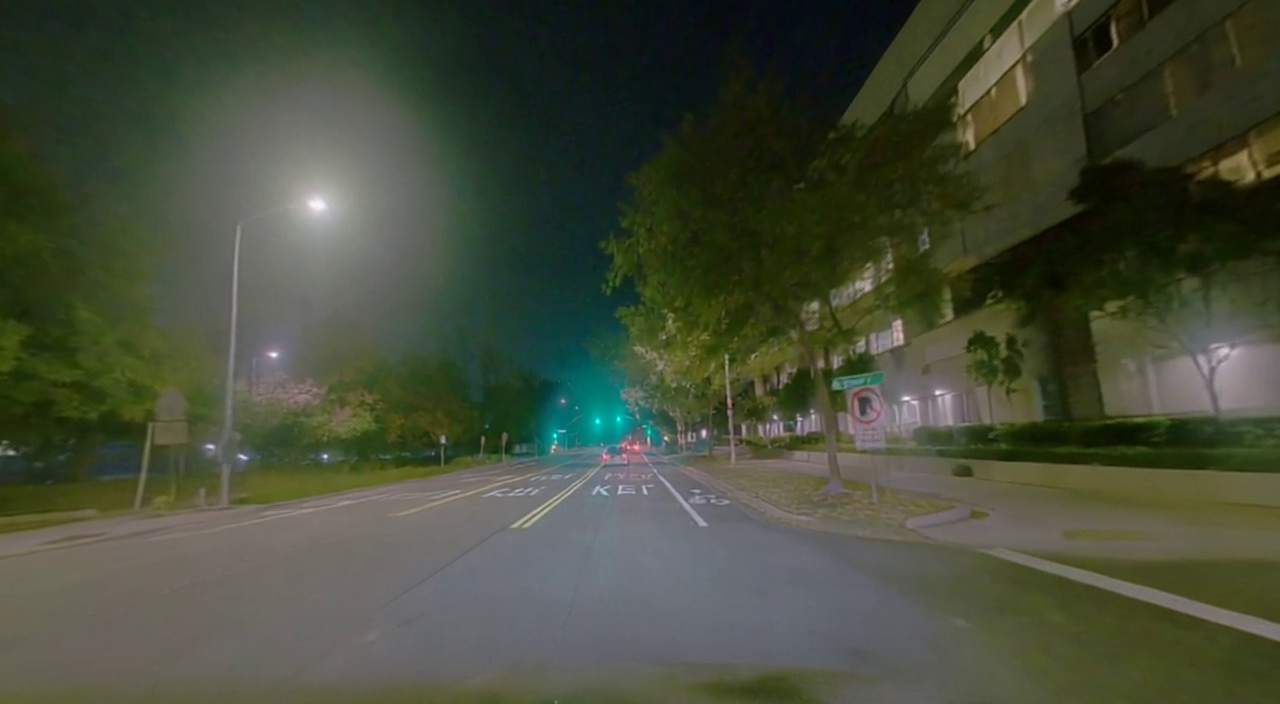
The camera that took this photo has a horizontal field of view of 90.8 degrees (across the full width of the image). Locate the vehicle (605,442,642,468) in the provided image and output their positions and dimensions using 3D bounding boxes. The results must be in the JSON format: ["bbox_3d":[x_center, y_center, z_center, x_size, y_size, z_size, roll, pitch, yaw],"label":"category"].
[{"bbox_3d":[-1.018,6.309,38.996,2.131,1.474,4.146,0,-8,-1],"label":"vehicle"}]
